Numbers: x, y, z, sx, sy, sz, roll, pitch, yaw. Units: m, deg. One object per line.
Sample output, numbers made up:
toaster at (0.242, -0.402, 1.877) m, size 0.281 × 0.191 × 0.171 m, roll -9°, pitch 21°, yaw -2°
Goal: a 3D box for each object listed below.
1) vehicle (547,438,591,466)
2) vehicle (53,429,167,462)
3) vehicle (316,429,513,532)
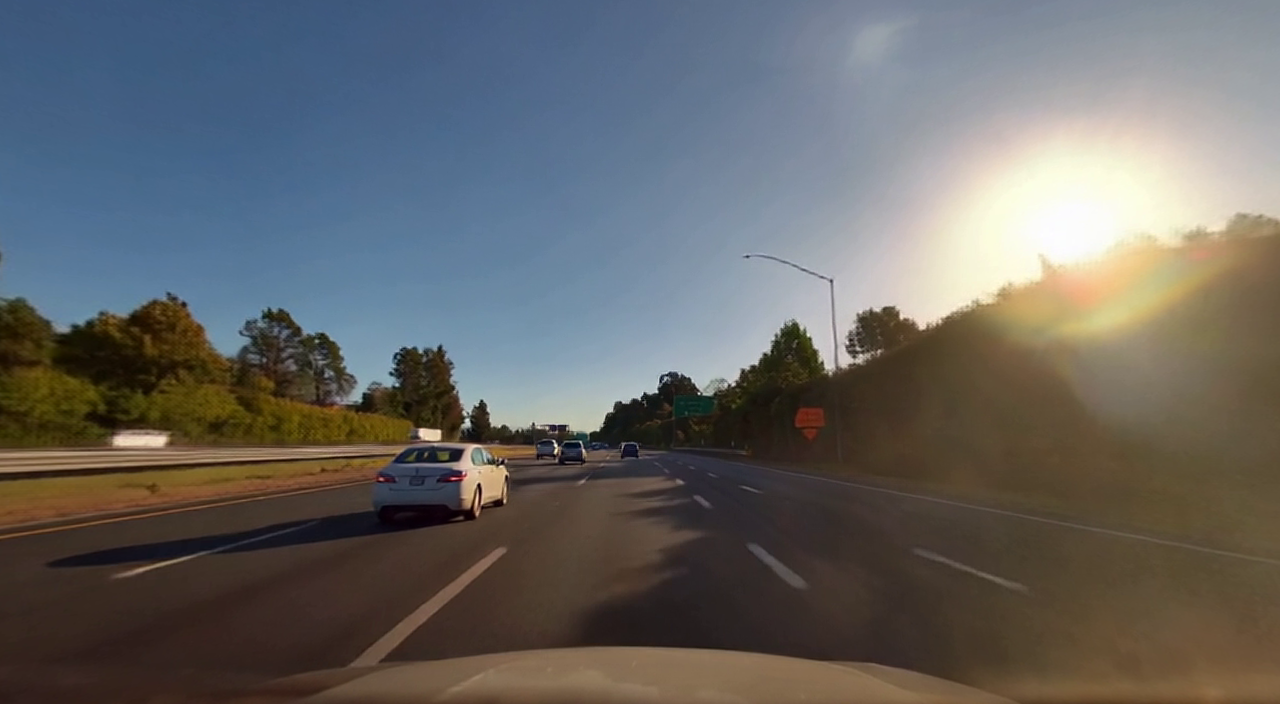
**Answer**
vehicle at (-4.080, 5.817, 36.921) m, size 2.068 × 1.501 × 4.395 m, roll 0°, pitch -8°, yaw -1°
vehicle at (-32.570, 5.788, 39.121) m, size 2.192 × 1.923 × 5.611 m, roll 0°, pitch -8°, yaw 0°
vehicle at (-3.804, 2.241, 11.668) m, size 2.025 × 1.506 × 4.429 m, roll 0°, pitch -8°, yaw 0°
